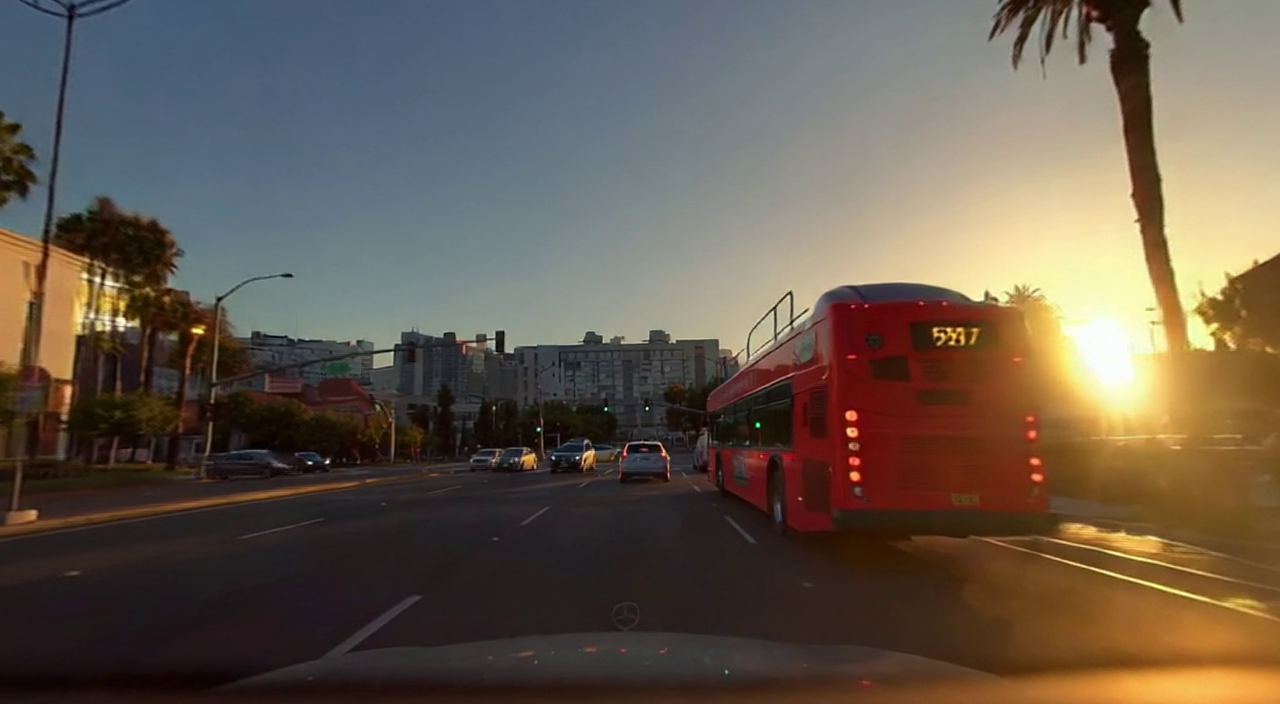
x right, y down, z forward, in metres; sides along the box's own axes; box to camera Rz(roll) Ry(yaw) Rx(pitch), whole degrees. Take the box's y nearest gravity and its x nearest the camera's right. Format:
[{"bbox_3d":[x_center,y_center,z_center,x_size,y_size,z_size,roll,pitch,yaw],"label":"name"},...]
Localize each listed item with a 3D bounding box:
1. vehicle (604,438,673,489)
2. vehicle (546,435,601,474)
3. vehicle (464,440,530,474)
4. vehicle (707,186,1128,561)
[{"bbox_3d":[-0.016,3.605,20.761,2.060,1.499,3.831,0,-9,1],"label":"vehicle"},{"bbox_3d":[-3.140,4.962,30.666,2.020,1.721,4.366,0,-9,2],"label":"vehicle"},{"bbox_3d":[-6.791,5.055,30.569,1.927,1.480,4.832,0,-9,2],"label":"vehicle"},{"bbox_3d":[3.567,1.159,13.471,2.970,4.015,13.606,0,-9,1],"label":"vehicle"}]
